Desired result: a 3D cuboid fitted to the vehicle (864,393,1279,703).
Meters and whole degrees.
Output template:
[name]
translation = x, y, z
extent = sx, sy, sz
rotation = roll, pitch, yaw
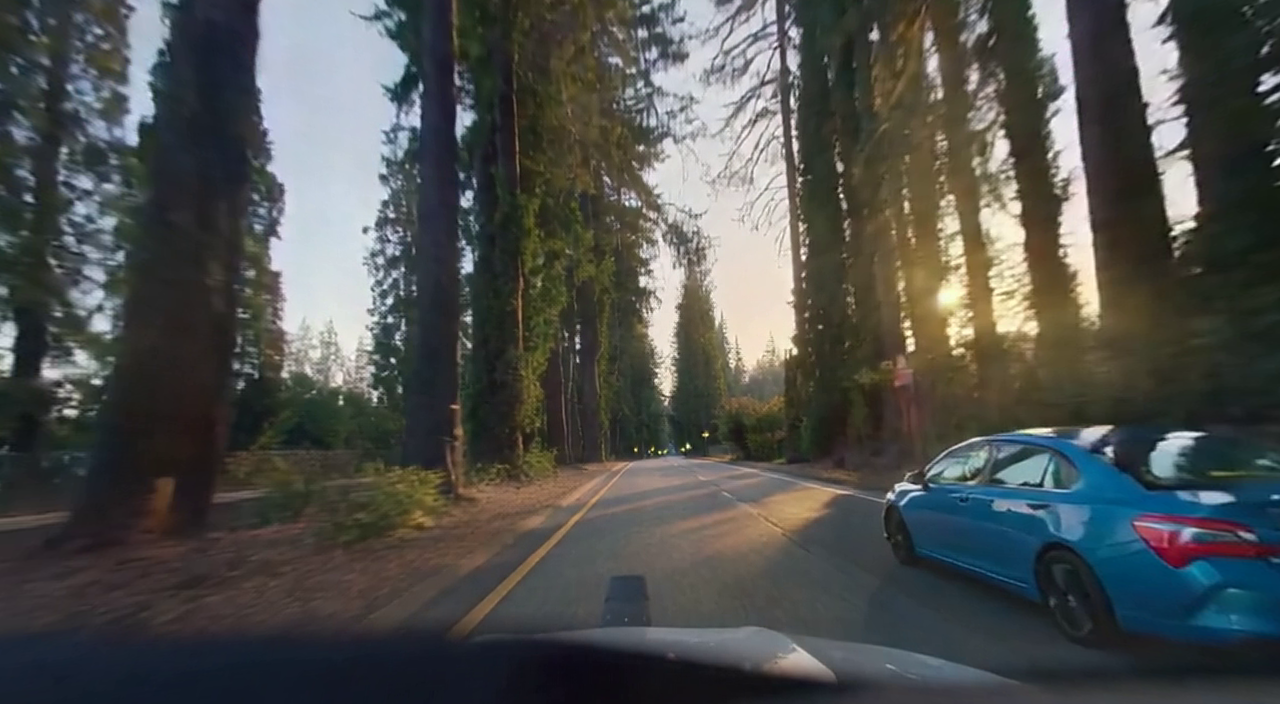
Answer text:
[vehicle]
translation = 3.682, 1.280, 4.937
extent = 2.061, 1.503, 4.823
rotation = 0, -9, 0
